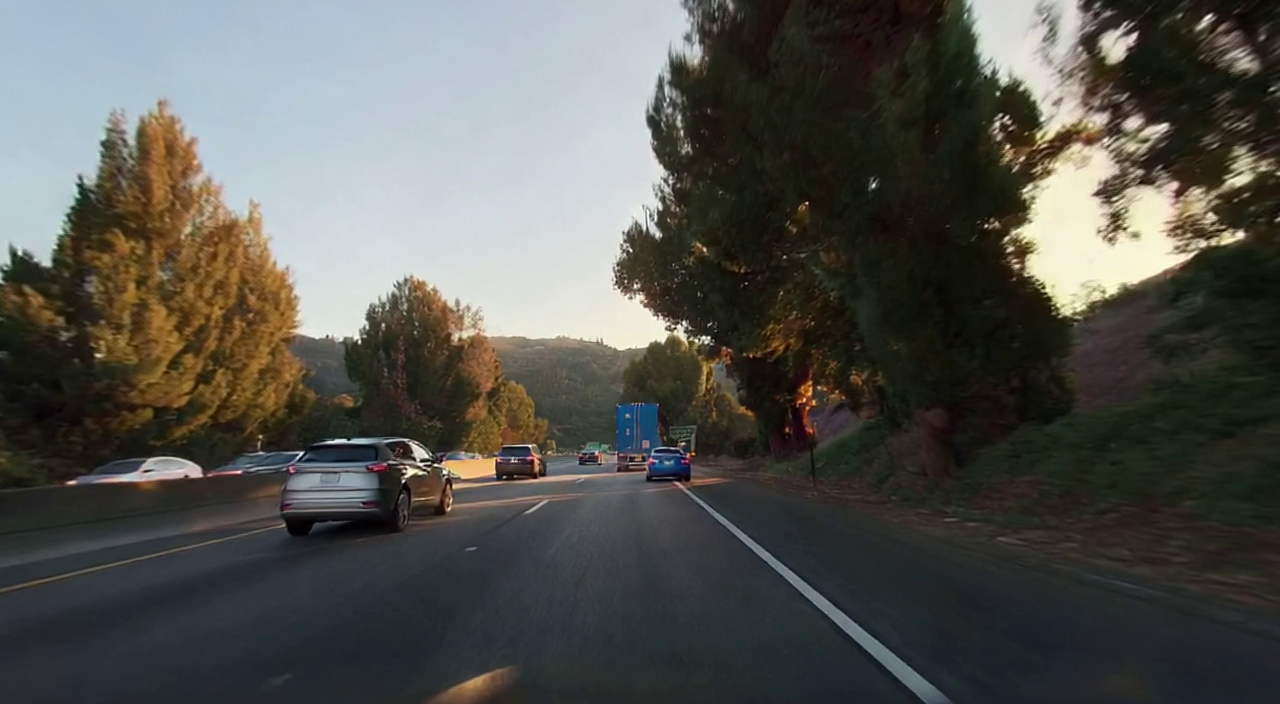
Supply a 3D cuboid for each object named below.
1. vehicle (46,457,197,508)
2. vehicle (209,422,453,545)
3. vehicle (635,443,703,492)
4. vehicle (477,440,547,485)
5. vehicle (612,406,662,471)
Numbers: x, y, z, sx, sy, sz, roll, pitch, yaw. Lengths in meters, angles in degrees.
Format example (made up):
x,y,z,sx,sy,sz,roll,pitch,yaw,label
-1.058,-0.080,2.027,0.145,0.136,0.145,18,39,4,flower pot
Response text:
x,y,z,sx,sy,sz,roll,pitch,yaw,label
-17.422,4.377,21.354,1.811,1.483,3.882,0,-9,0,vehicle
-4.908,2.142,10.813,2.100,1.671,4.105,0,-9,0,vehicle
0.883,3.869,21.304,2.026,1.489,4.045,0,-9,-1,vehicle
-5.154,4.496,25.768,2.035,1.664,4.064,0,-9,0,vehicle
-0.420,6.229,44.688,3.113,4.066,10.786,0,-9,-3,vehicle
